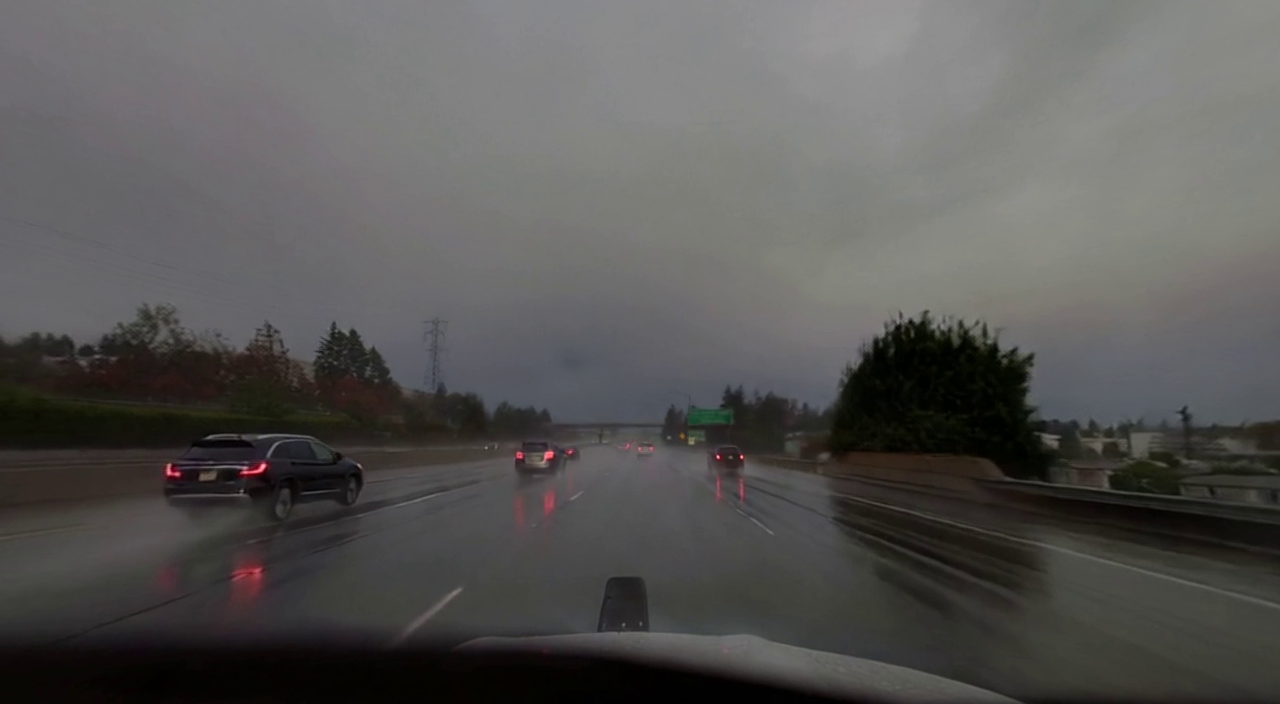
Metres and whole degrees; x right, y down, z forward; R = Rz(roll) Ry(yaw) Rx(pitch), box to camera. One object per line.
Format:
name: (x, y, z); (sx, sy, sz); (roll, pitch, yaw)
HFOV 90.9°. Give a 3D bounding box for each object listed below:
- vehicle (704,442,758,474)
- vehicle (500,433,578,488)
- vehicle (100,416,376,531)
vehicle: (4.432, 5.212, 31.221); (1.964, 1.479, 4.252); (0, -8, -1)
vehicle: (-3.362, 3.718, 21.841); (1.961, 1.704, 4.052); (0, -8, 1)
vehicle: (-7.399, 2.276, 12.456); (2.162, 1.805, 4.853); (0, -8, 1)
